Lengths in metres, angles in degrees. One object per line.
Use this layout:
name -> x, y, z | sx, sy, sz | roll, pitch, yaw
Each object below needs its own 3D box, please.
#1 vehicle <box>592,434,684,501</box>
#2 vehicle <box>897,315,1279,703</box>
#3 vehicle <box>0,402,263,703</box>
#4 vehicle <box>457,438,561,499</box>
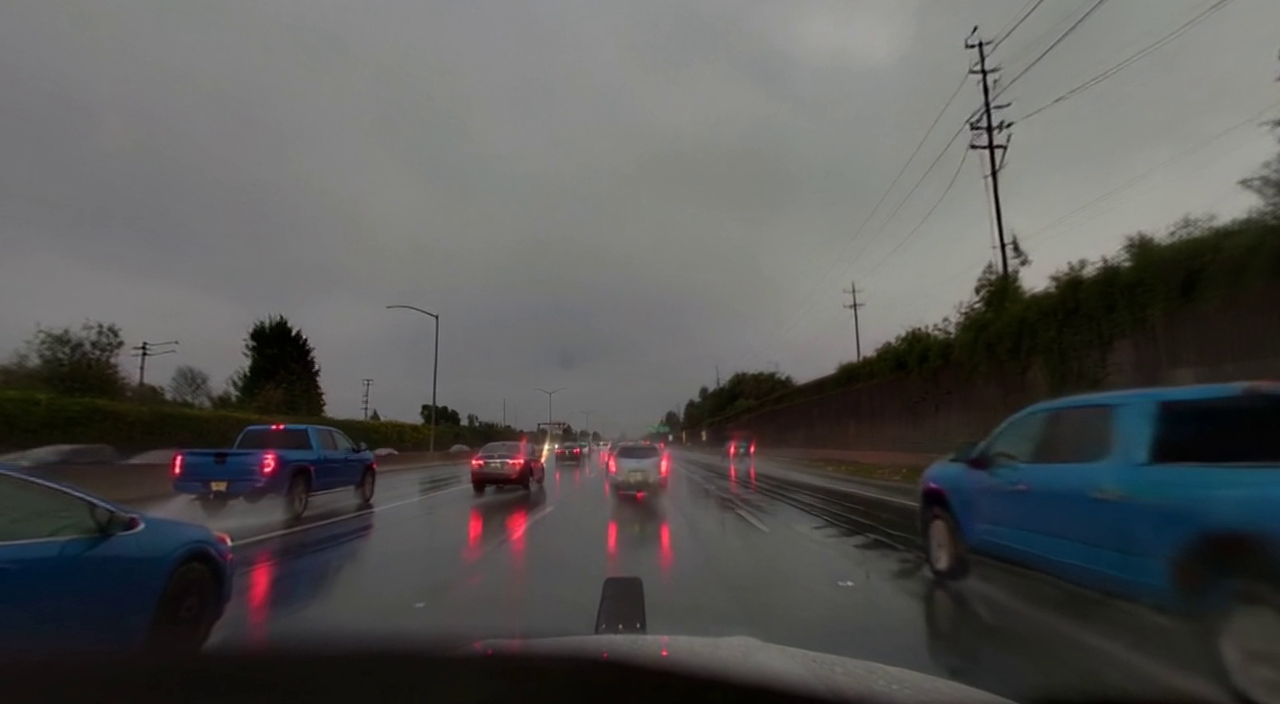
vehicle -> -0.077, 2.978, 16.766 | 2.102, 1.499, 4.439 | 0, -8, -1
vehicle -> 3.697, 0.902, 3.646 | 2.113, 1.800, 5.376 | 0, -8, -1
vehicle -> -3.799, 0.903, 2.312 | 1.955, 1.481, 4.604 | 0, -8, 1
vehicle -> -3.422, 3.114, 17.338 | 1.899, 1.437, 4.131 | 0, -8, 1
